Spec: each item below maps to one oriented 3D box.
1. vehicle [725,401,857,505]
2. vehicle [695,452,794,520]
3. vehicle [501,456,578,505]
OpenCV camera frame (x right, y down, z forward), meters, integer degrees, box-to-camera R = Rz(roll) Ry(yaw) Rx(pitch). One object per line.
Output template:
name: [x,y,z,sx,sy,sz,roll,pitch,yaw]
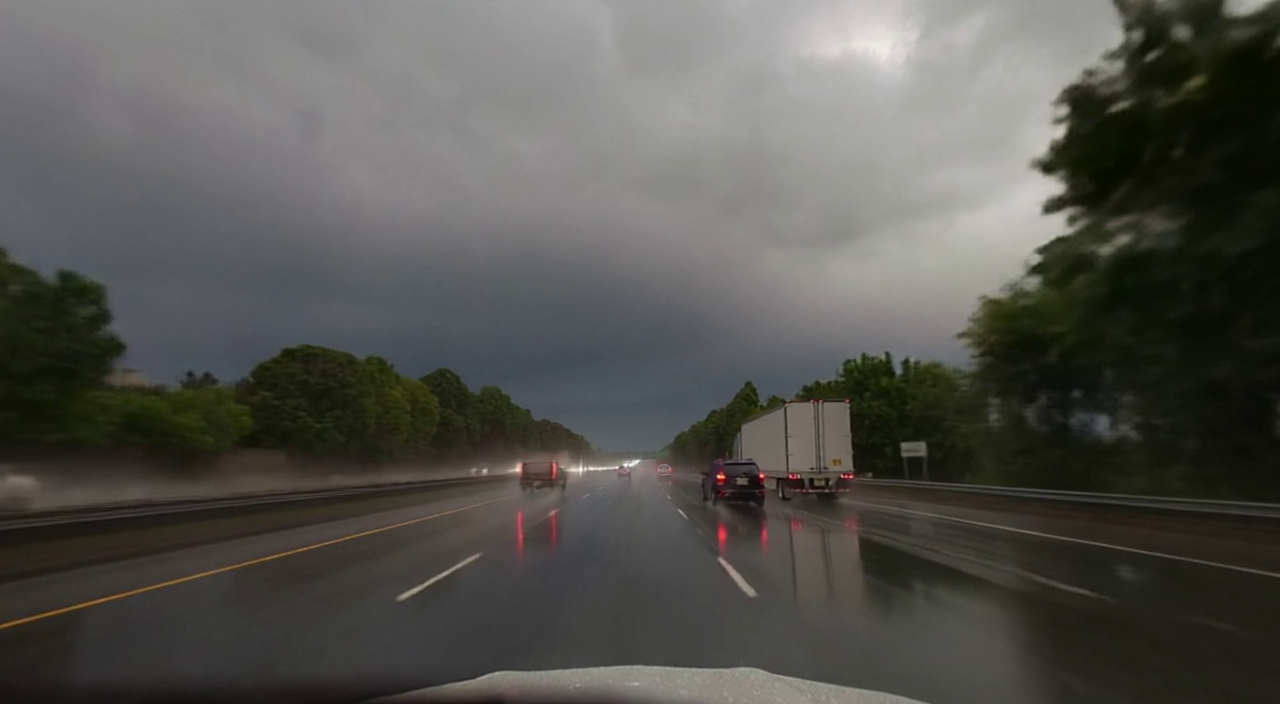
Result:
vehicle: [7.241,5.575,33.877,2.883,4.151,17.144,1,-10,0]
vehicle: [2.887,3.860,18.438,2.050,1.708,4.457,1,-10,-1]
vehicle: [-3.546,4.641,22.912,2.025,1.547,4.150,1,-10,1]
